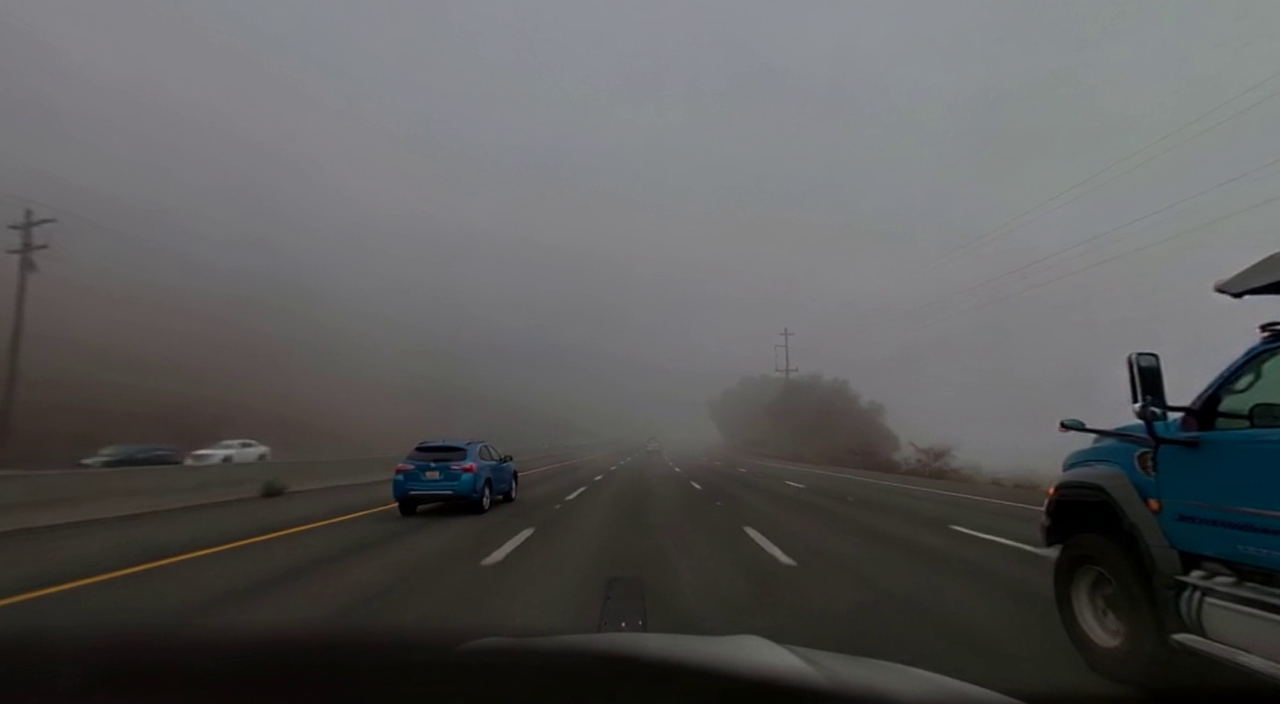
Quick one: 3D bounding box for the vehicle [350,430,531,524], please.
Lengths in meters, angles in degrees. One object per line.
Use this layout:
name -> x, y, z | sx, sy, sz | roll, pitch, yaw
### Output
vehicle -> -3.615, 2.349, 12.413 | 1.974, 1.493, 4.563 | 0, -8, 1

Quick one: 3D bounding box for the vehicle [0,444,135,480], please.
vehicle -> -25.786, 4.919, 28.434 | 1.912, 1.437, 4.612 | 0, -8, 0

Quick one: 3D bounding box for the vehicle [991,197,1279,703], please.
vehicle -> 3.646, 0.334, 0.872 | 2.538, 2.228, 6.370 | 0, -8, -1

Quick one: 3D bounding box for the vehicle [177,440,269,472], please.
vehicle -> -22.081, 5.518, 33.485 | 1.852, 1.572, 4.337 | 0, -8, 1
